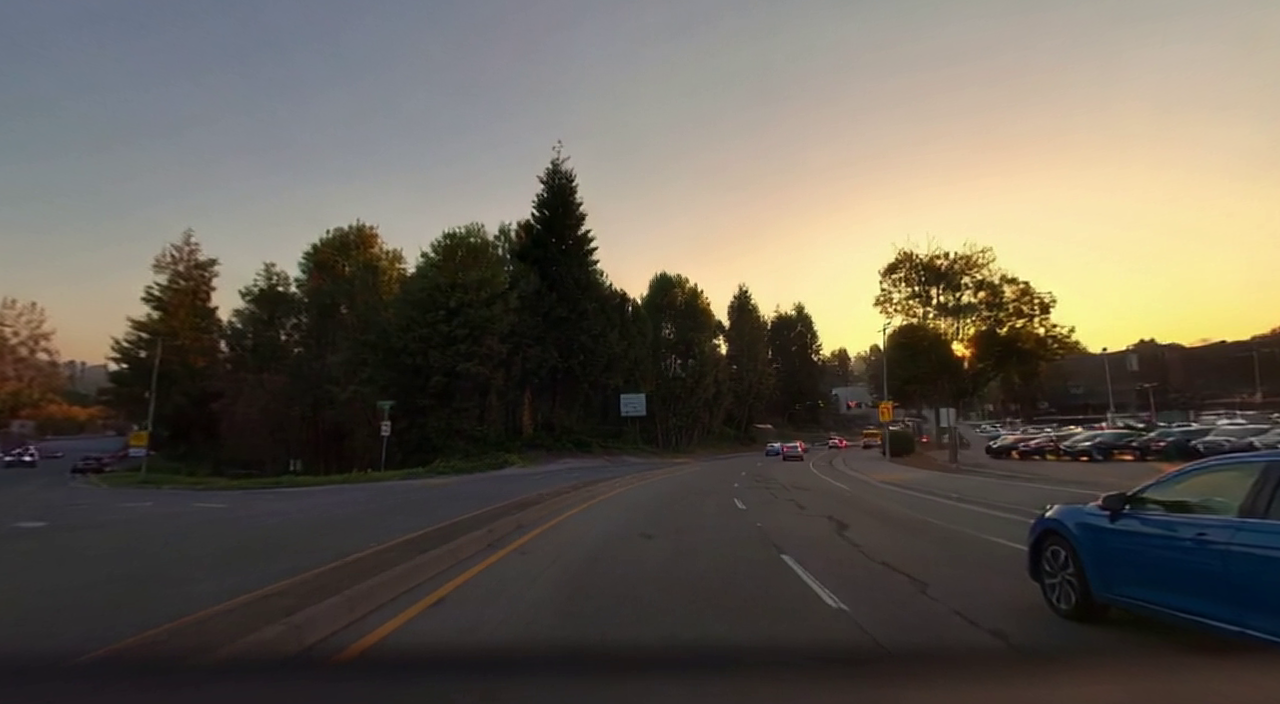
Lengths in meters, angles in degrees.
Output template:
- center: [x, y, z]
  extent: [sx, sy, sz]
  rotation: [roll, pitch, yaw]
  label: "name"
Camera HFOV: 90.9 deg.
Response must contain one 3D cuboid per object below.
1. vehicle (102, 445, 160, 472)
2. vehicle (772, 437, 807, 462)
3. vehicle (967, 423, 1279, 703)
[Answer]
- center: [-37.697, 7.851, 46.803]
  extent: [2.275, 1.870, 4.522]
  rotation: [4, -9, -25]
  label: "vehicle"
- center: [10.959, 7.092, 45.981]
  extent: [2.311, 1.715, 4.287]
  rotation: [-2, -9, 15]
  label: "vehicle"
- center: [4.132, 1.191, 3.780]
  extent: [1.938, 1.466, 4.434]
  rotation: [0, -8, 0]
  label: "vehicle"
